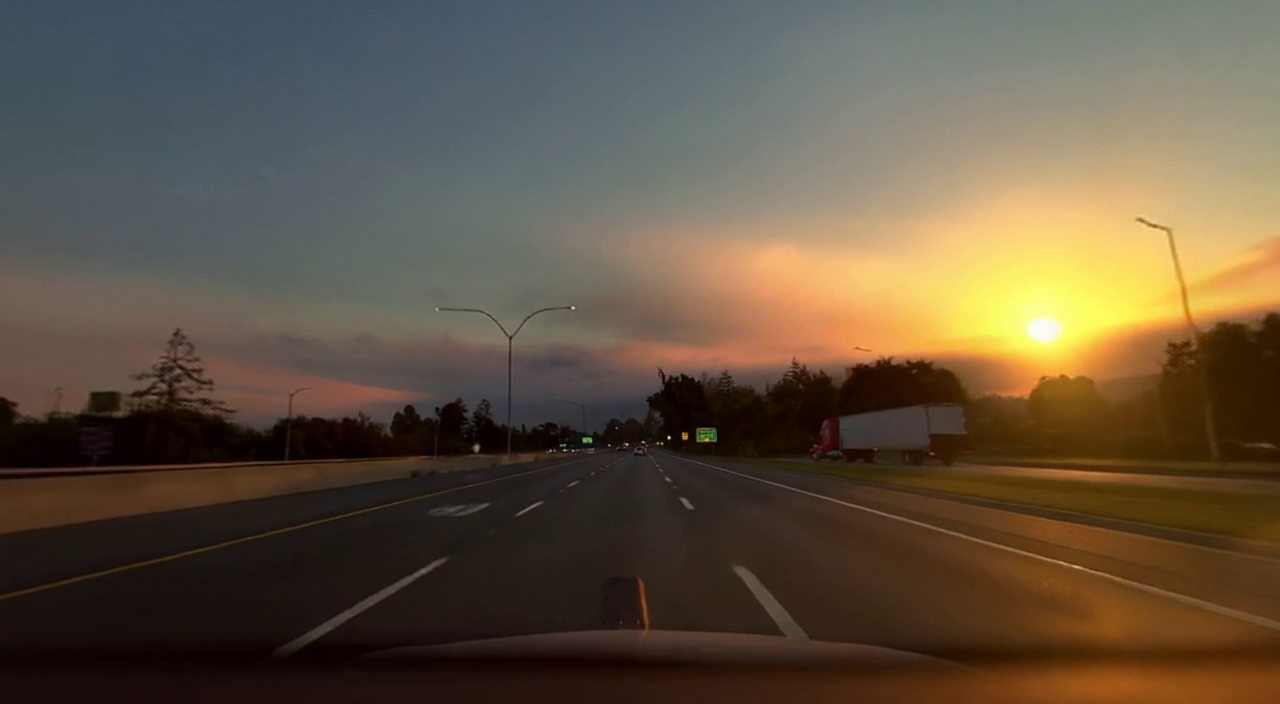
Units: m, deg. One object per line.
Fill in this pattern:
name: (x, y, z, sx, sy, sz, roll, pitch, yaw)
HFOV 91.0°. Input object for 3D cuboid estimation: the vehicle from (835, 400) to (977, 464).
vehicle: (20.128, 6.519, 49.743, 2.939, 4.193, 15.754, 1, -9, -6)
